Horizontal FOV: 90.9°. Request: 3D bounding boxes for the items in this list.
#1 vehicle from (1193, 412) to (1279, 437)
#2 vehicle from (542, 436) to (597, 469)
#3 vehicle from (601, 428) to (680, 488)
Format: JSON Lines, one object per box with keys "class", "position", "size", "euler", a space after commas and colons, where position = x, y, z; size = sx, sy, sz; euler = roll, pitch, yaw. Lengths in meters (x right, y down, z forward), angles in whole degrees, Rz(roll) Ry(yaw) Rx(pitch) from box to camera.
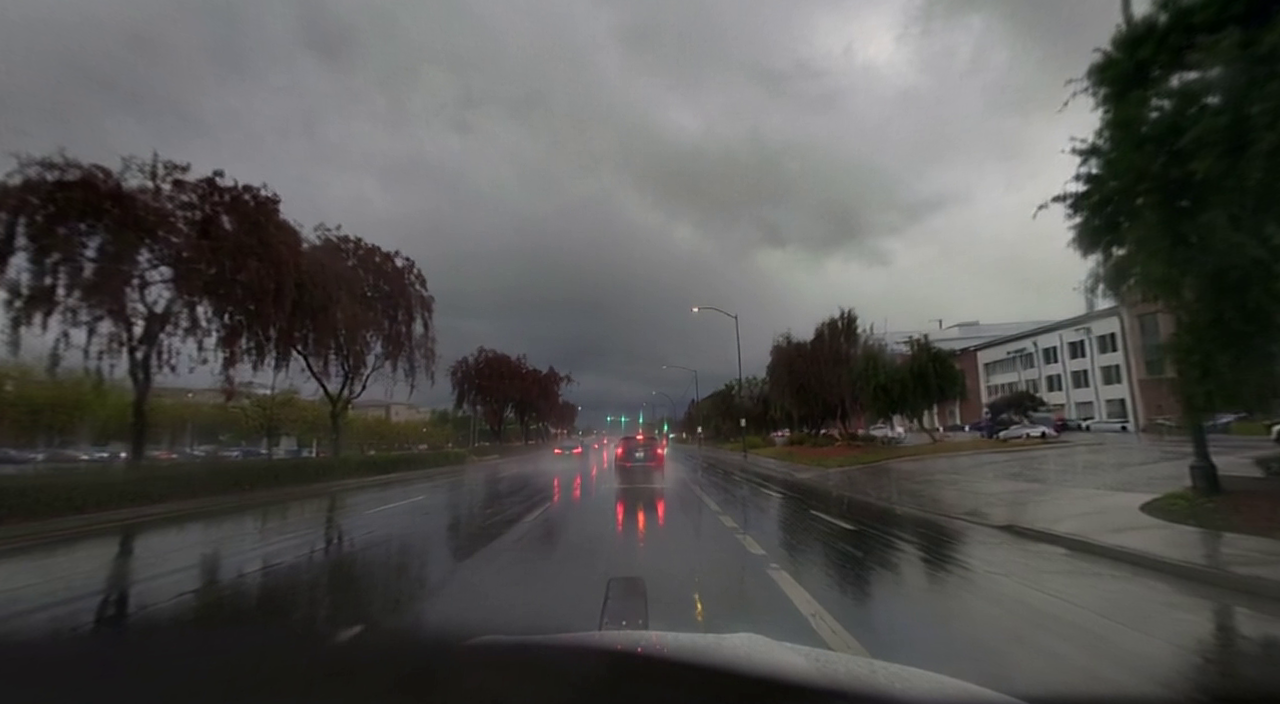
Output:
{"class": "vehicle", "position": [45.069, 5.476, 47.366], "size": [4.851, 1.673, 1.912], "euler": [-5, -10, 31]}
{"class": "vehicle", "position": [-3.370, 4.931, 31.155], "size": [1.942, 1.462, 4.905], "euler": [-1, -8, 2]}
{"class": "vehicle", "position": [0.015, 3.263, 19.673], "size": [2.199, 1.652, 4.101], "euler": [0, -8, 0]}
